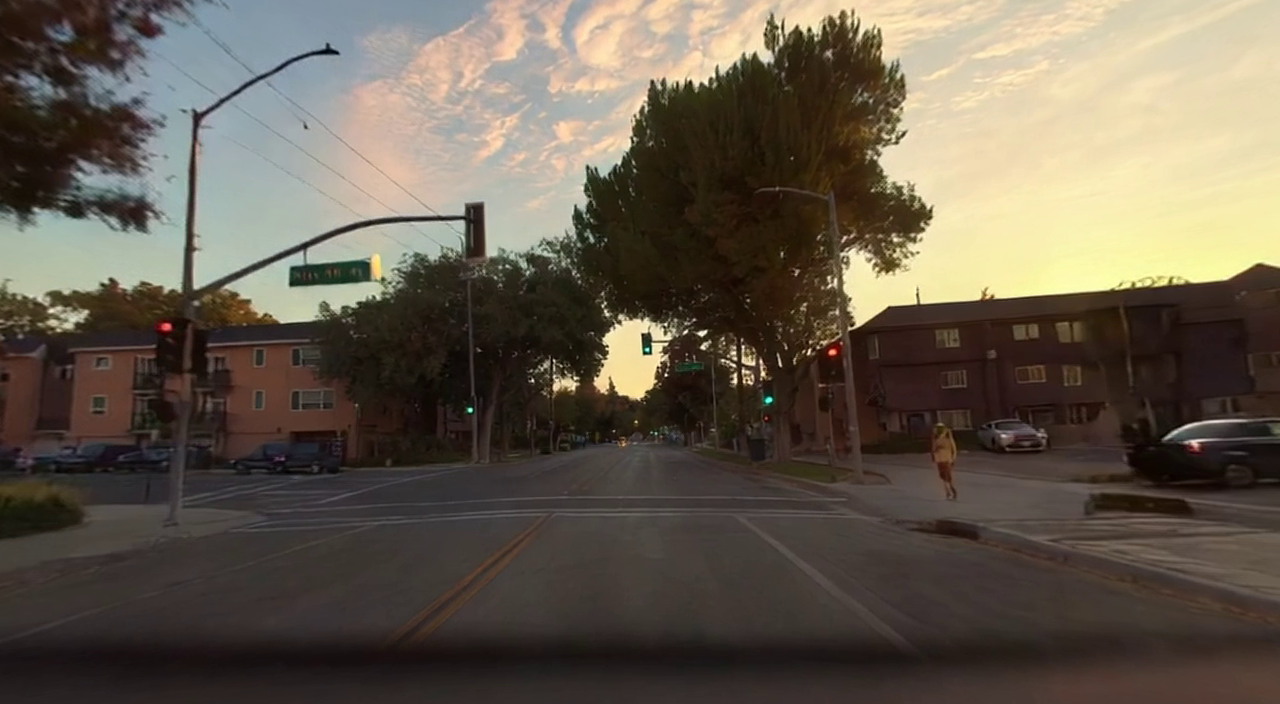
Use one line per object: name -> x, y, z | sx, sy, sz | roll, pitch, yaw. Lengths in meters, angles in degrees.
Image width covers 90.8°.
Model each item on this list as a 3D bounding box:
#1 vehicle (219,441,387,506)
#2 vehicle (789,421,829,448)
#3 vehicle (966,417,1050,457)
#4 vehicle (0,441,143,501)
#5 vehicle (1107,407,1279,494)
vehicle -> -9.304, 3.363, 17.479 | 4.135, 1.424, 1.945 | -9, -11, 23
vehicle -> 11.467, 5.663, 43.116 | 1.950, 1.714, 4.245 | -1, -9, 6
vehicle -> 17.075, 4.033, 29.568 | 2.013, 1.722, 4.007 | -2, -9, 10
vehicle -> -20.103, 3.966, 21.274 | 4.804, 1.842, 2.171 | 0, -8, -1
vehicle -> 12.752, 1.926, 12.848 | 4.908, 1.521, 2.108 | -2, -8, -5
